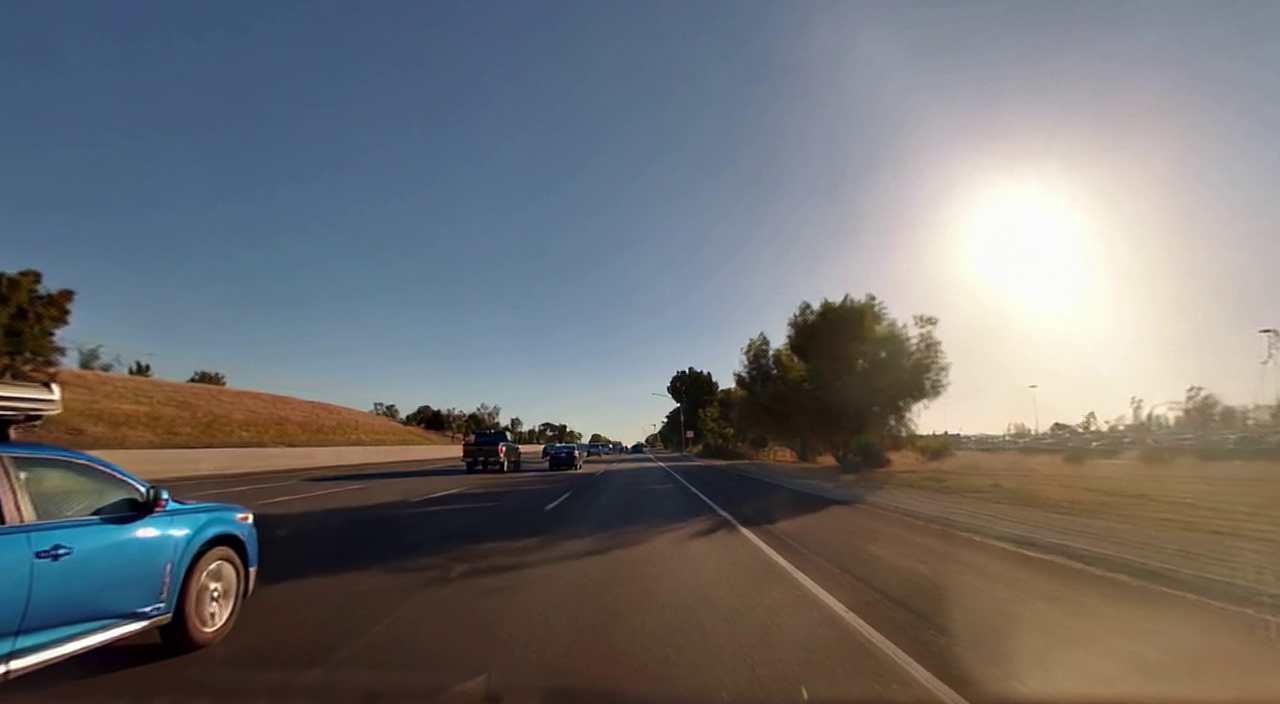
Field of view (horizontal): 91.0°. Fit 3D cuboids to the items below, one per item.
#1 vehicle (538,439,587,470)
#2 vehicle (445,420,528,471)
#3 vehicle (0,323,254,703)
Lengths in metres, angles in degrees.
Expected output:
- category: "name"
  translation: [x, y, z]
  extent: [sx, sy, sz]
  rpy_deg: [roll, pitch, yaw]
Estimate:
- category: "vehicle"
  translation: [-4.012, 5.408, 33.304]
  extent: [2.012, 1.509, 4.359]
  rpy_deg: [0, -9, 1]
- category: "vehicle"
  translation: [-7.521, 4.702, 31.593]
  extent: [2.594, 2.254, 6.028]
  rpy_deg: [0, -9, 0]
- category: "vehicle"
  translation: [-4.009, 0.659, 2.059]
  extent: [2.200, 1.807, 5.041]
  rpy_deg: [0, -9, 1]
